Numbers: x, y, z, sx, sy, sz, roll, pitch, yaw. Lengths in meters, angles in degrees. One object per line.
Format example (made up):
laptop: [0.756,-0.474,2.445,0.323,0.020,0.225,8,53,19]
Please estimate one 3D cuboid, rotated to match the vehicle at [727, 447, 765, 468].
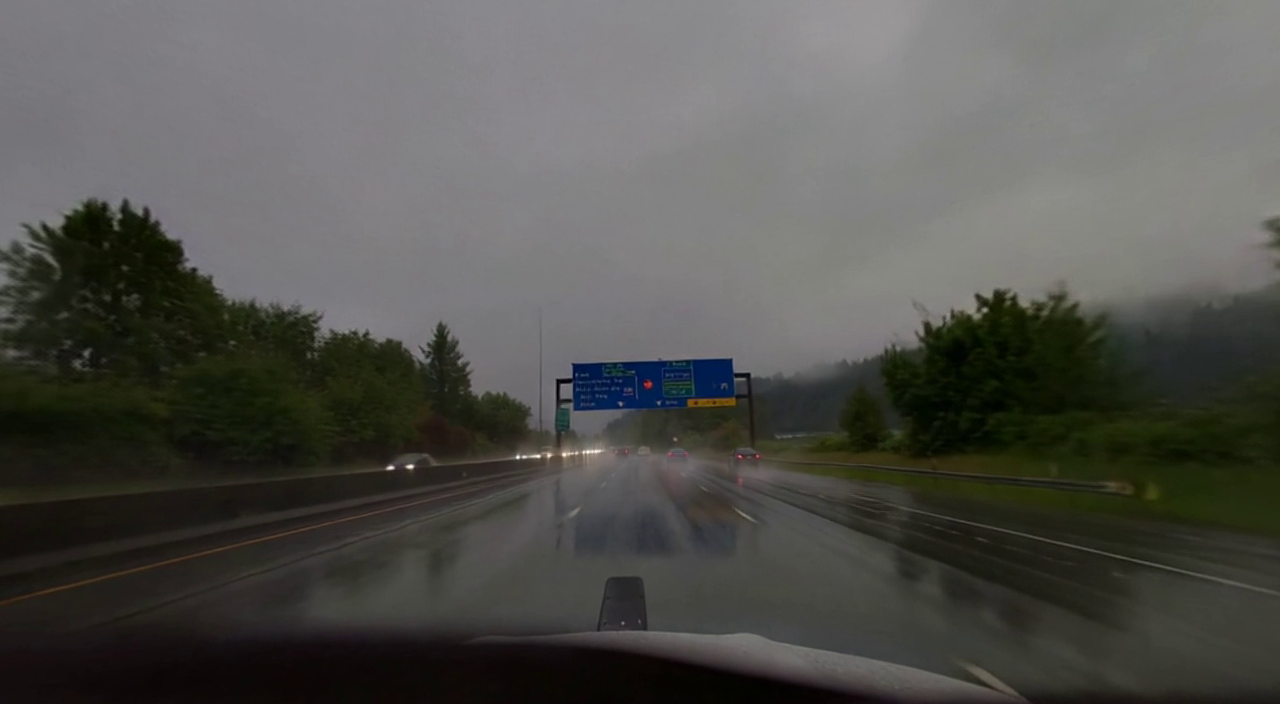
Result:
vehicle: [7.795,7.798,46.662,1.943,1.493,4.507,0,-9,-1]
